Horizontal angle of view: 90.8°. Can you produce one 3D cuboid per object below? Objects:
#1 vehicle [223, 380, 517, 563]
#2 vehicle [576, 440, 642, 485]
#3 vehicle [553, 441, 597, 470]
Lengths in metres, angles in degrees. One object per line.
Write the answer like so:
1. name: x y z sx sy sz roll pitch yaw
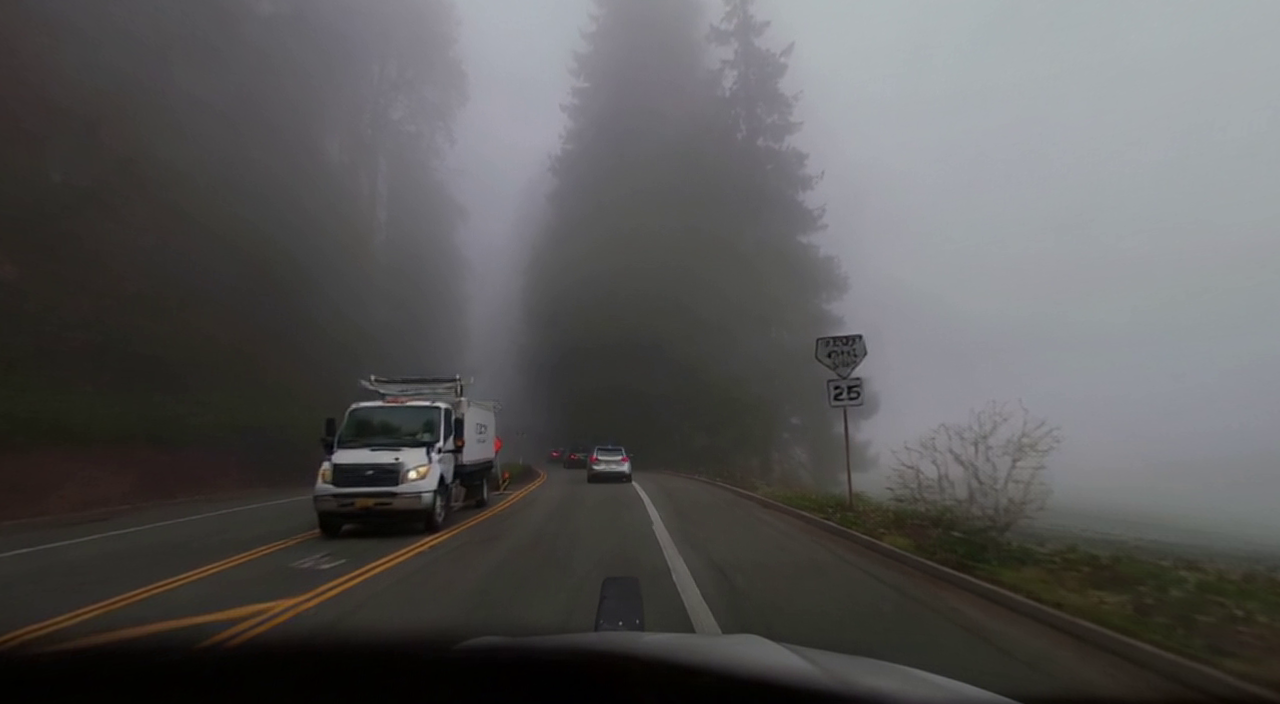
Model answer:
1. vehicle: -3.668 1.814 10.365 2.671 2.053 6.074 1 -9 -6
2. vehicle: -1.254 4.031 23.393 2.186 1.463 4.356 1 -9 -6
3. vehicle: -3.772 5.865 35.872 2.014 1.510 3.841 2 -9 -13
